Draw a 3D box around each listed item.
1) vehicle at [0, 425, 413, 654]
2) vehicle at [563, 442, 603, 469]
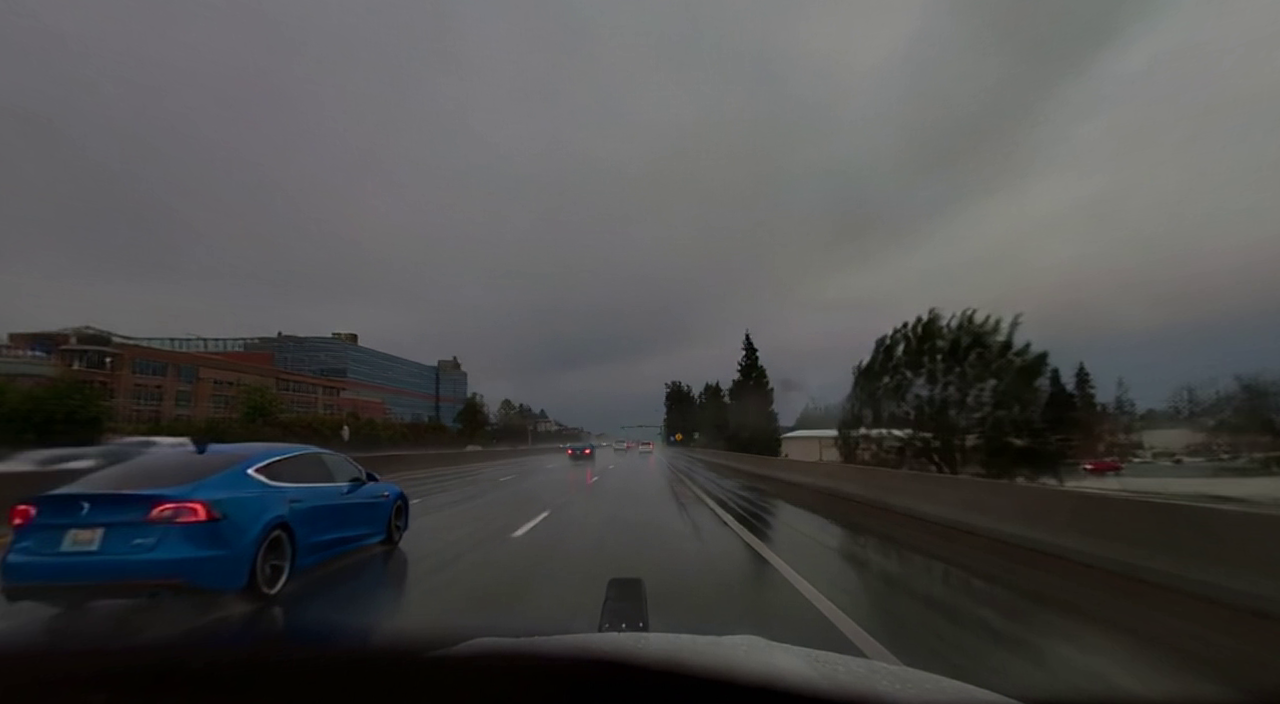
[{"bbox_3d":[-4.160,1.543,6.358,2.083,1.471,4.350,0,-8,1],"label":"vehicle"},{"bbox_3d":[-3.278,6.034,37.106,1.926,1.464,4.186,0,-8,0],"label":"vehicle"}]
